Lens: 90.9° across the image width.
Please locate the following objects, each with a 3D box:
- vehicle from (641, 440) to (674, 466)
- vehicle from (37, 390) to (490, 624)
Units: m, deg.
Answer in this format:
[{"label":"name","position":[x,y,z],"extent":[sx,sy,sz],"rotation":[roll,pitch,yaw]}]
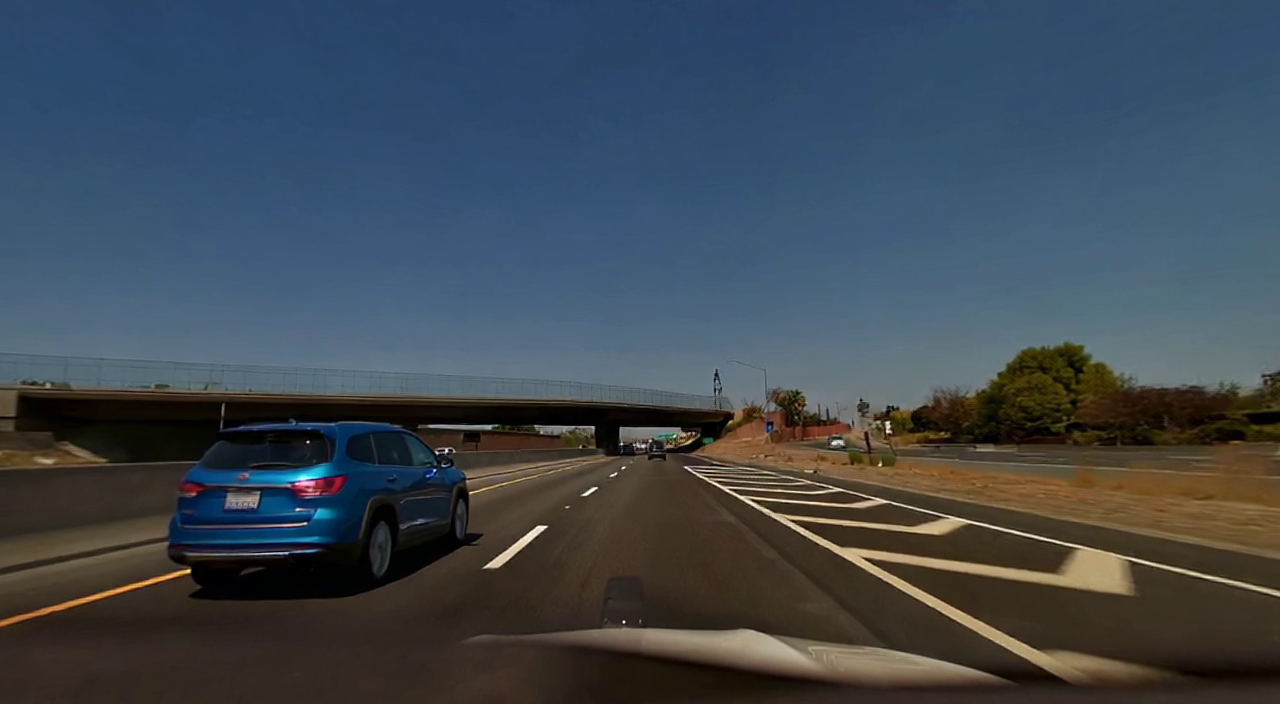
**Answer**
[{"label":"vehicle","position":[1.122,6.740,42.053],"extent":[2.073,1.621,3.993],"rotation":[0,-8,0]},{"label":"vehicle","position":[-3.316,1.475,6.956],"extent":[2.143,1.693,4.513],"rotation":[0,-9,1]}]
